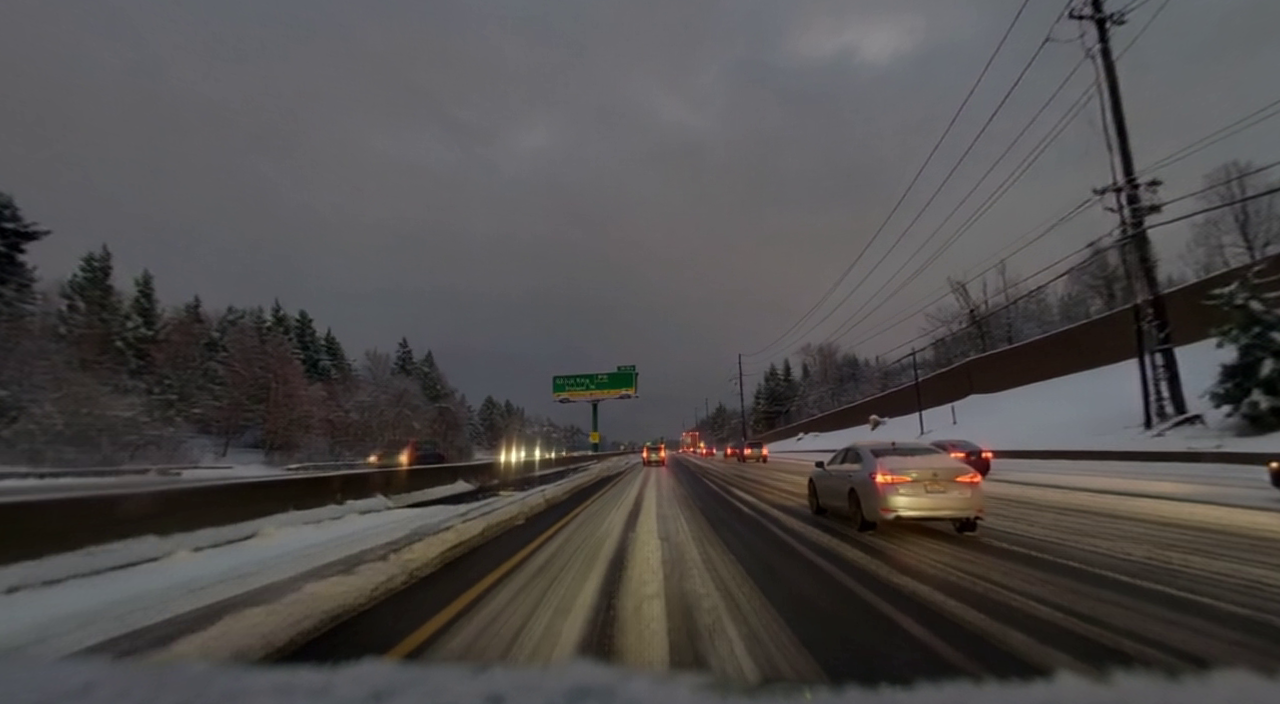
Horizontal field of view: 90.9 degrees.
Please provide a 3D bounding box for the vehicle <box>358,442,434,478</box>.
[{"bbox_3d":[-13.772,6.098,35.966,2.080,1.857,5.305,0,-8,2],"label":"vehicle"}]

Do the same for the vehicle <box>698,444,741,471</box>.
[{"bbox_3d":[4.541,6.048,36.420,1.936,1.465,4.060,0,-8,0],"label":"vehicle"}]

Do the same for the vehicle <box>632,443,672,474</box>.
[{"bbox_3d":[0.655,5.813,34.727,2.042,1.581,3.769,0,-8,1],"label":"vehicle"}]

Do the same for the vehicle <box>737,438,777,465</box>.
[{"bbox_3d":[8.416,7.168,45.647,2.041,1.821,4.562,0,-8,0],"label":"vehicle"}]

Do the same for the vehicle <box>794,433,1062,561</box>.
[{"bbox_3d":[3.910,2.025,9.626,1.986,1.478,4.429,0,-8,0],"label":"vehicle"}]
